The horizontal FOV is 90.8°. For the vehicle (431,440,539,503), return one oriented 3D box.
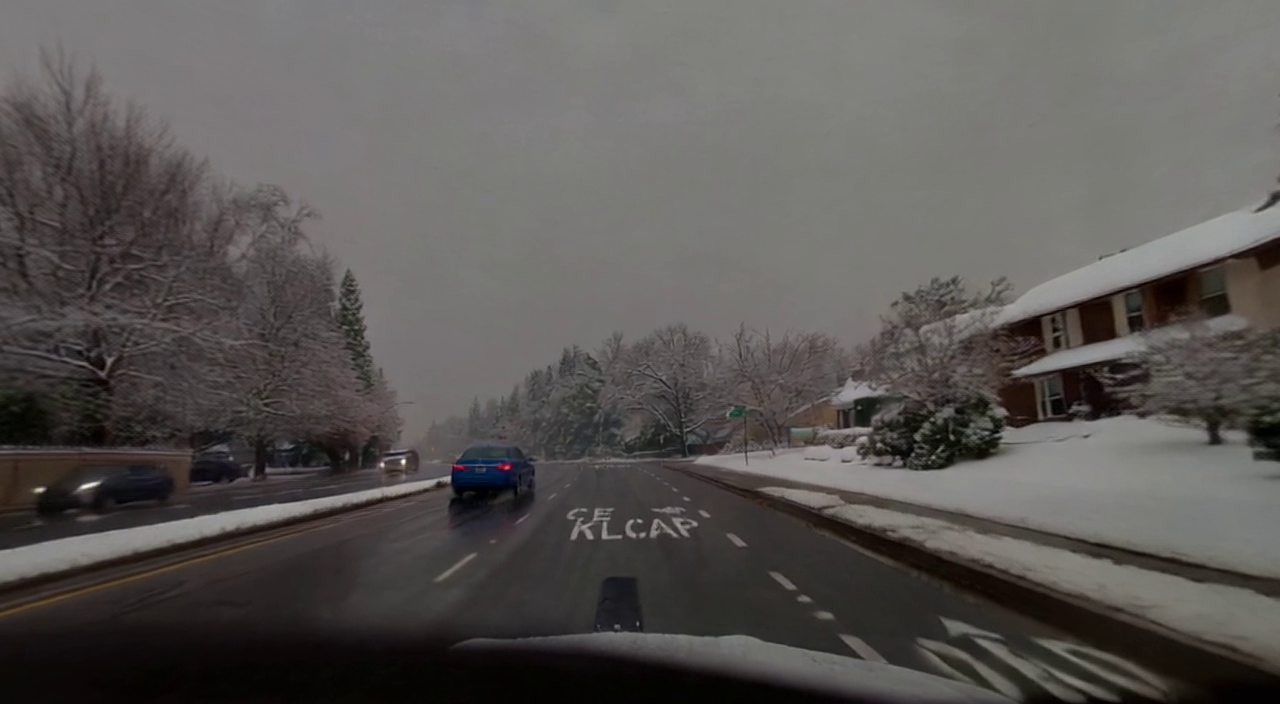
[{"bbox_3d":[-4.183,3.284,17.850,1.980,1.508,4.502,0,-8,-1],"label":"vehicle"}]

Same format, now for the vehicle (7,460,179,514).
[{"bbox_3d":[-17.884,4.391,21.007,1.874,1.494,4.395,0,-9,-2],"label":"vehicle"}]
